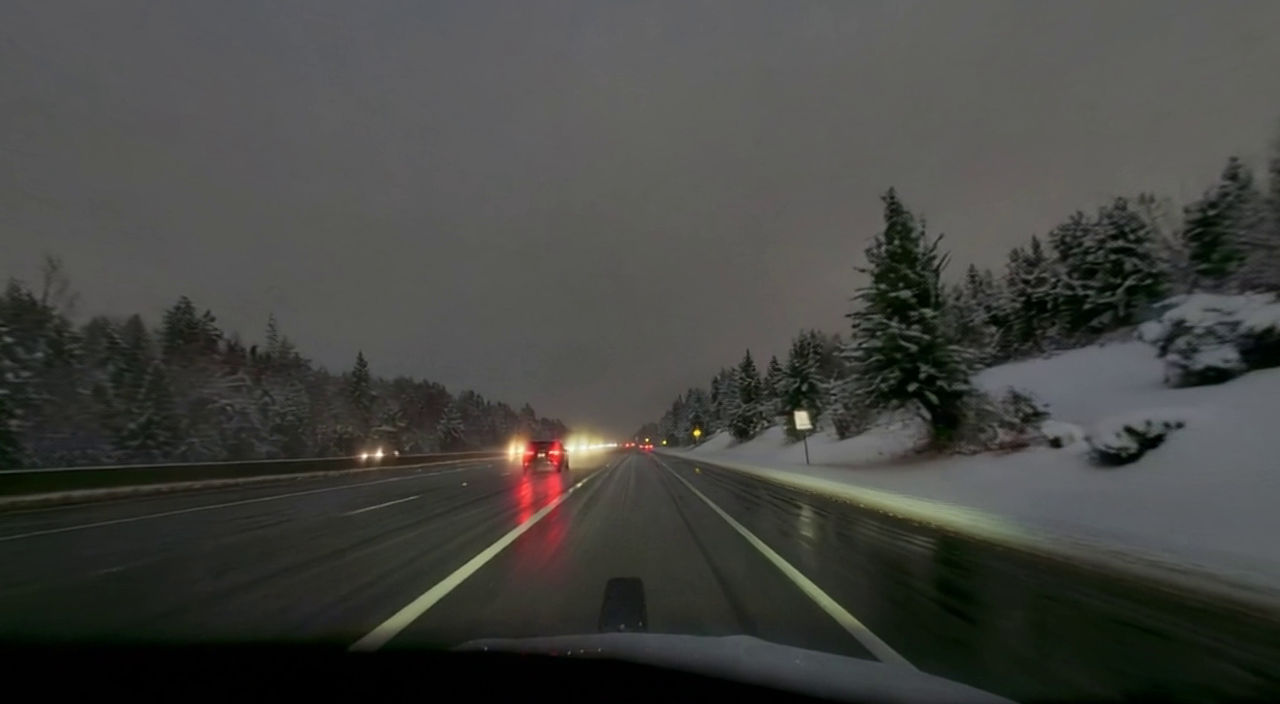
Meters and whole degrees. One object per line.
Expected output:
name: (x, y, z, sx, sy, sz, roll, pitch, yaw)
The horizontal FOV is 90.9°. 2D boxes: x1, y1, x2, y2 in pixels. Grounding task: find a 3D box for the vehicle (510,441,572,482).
vehicle: (-3.874, 4.319, 25.220, 1.786, 1.488, 4.023, 0, -8, 1)
